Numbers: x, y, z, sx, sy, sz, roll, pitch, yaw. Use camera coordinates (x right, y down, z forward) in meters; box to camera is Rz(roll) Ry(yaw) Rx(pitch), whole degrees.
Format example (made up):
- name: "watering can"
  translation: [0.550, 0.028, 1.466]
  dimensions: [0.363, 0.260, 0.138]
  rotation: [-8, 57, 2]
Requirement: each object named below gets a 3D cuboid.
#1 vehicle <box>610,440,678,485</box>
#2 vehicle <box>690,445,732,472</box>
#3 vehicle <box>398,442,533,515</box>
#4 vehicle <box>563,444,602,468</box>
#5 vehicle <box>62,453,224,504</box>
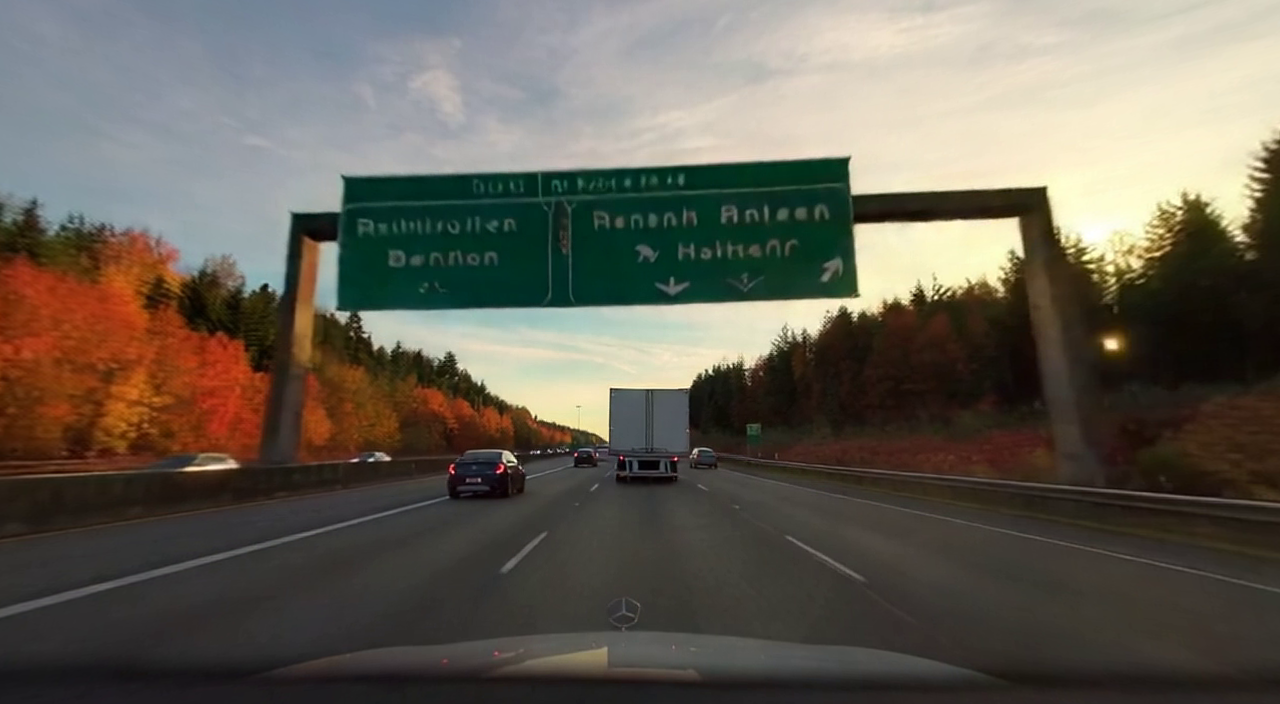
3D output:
- name: "vehicle"
  translation: [0.146, 4.584, 26.289]
  dimensions: [2.634, 1.679, 4.070]
  rotation: [0, -9, -1]
- name: "vehicle"
  translation: [4.314, 6.579, 38.825]
  dimensions: [2.035, 1.571, 4.413]
  rotation: [0, -9, 0]
- name: "vehicle"
  translation: [-3.943, 2.932, 14.977]
  dimensions: [2.017, 1.469, 4.113]
  rotation: [0, -9, 0]
- name: "vehicle"
  translation: [-4.260, 7.834, 47.287]
  dimensions: [2.545, 1.679, 4.267]
  rotation: [0, -9, 0]
- name: "vehicle"
  translation: [-17.966, 4.555, 23.044]
  dimensions: [2.003, 1.593, 4.777]
  rotation: [0, -9, 0]
